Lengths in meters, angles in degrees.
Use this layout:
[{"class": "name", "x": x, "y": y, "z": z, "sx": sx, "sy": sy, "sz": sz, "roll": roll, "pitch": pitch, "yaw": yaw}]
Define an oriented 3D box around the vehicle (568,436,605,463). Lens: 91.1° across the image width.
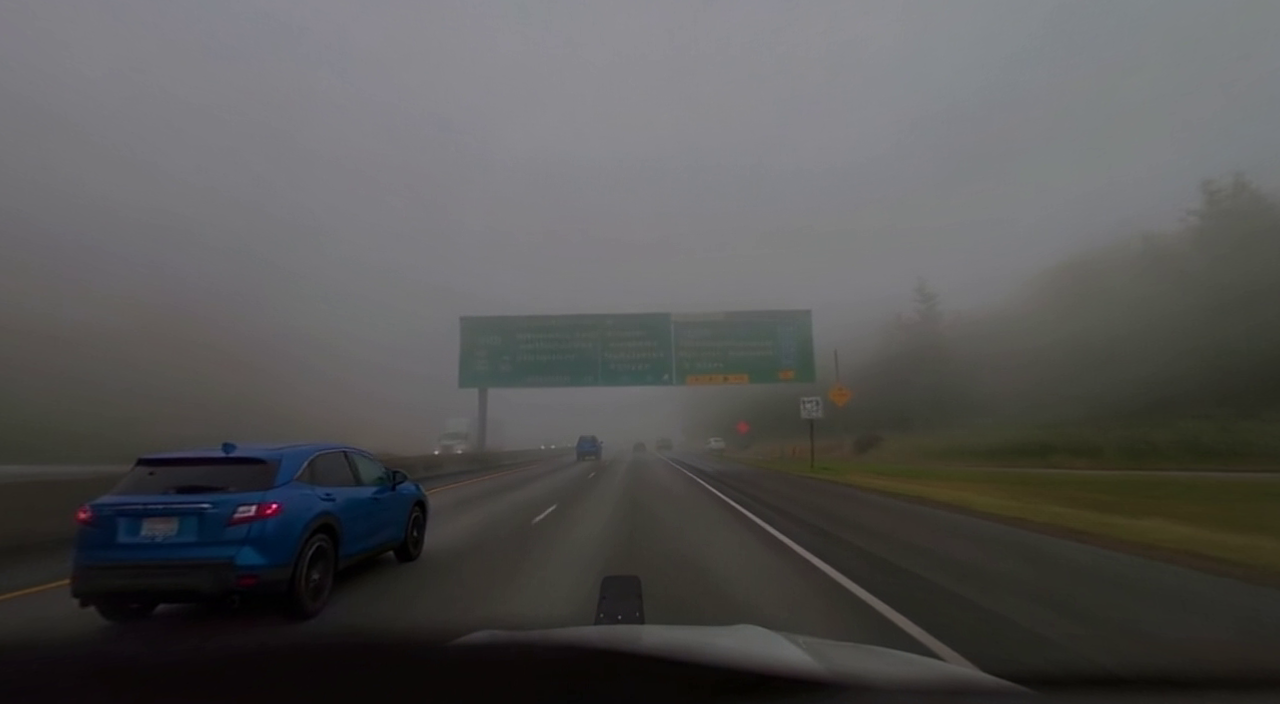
[{"class": "vehicle", "x": -3.403, "y": 6.317, "z": 40.797, "sx": 2.125, "sy": 1.662, "sz": 4.336, "roll": 0, "pitch": -8, "yaw": -1}]
